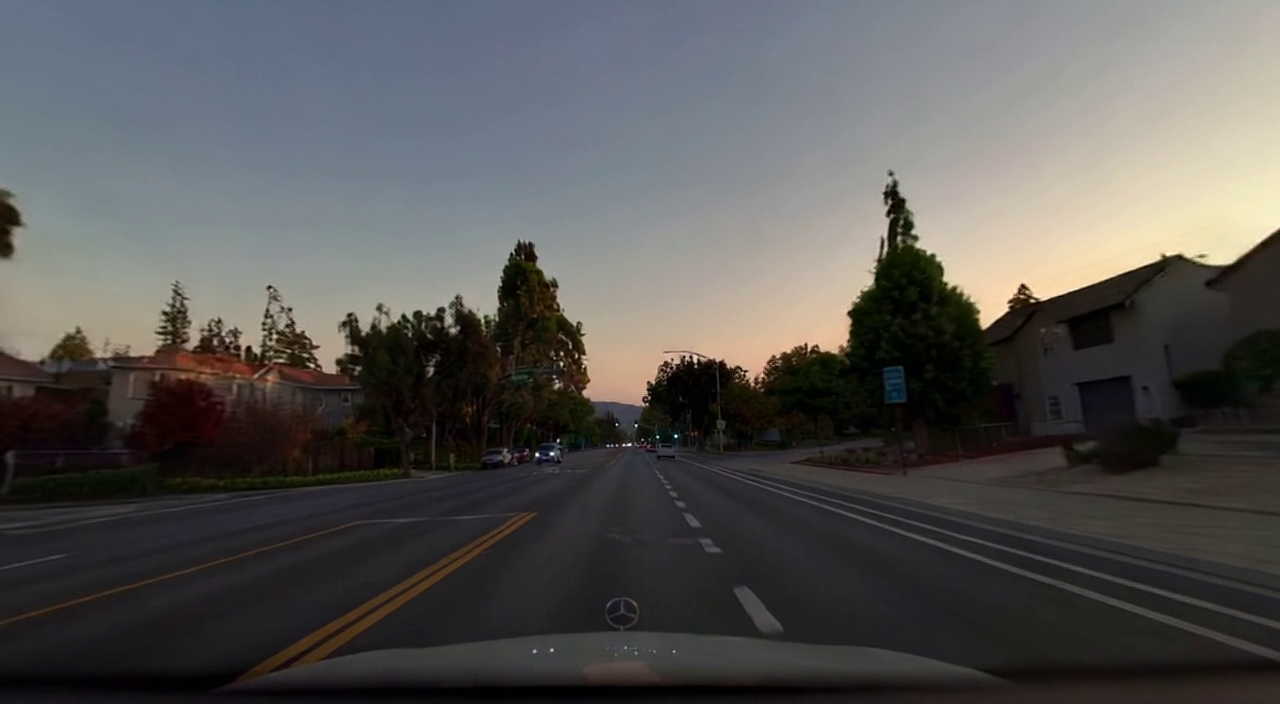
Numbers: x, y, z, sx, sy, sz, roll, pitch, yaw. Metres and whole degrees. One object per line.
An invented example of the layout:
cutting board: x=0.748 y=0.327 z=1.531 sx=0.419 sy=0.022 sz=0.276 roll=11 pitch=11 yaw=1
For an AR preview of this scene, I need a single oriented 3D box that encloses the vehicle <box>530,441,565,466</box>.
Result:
vehicle: x=-7.109 y=7.894 z=49.088 sx=2.054 sy=1.814 sz=4.543 roll=0 pitch=-9 yaw=0
